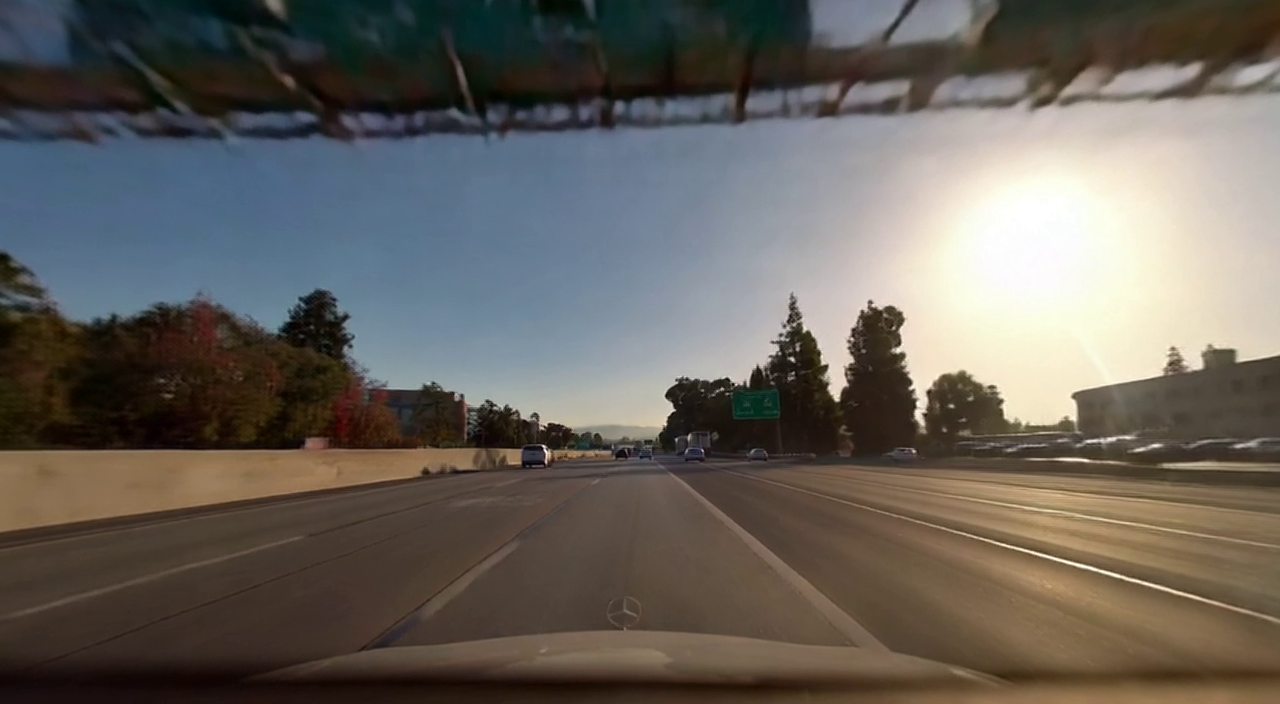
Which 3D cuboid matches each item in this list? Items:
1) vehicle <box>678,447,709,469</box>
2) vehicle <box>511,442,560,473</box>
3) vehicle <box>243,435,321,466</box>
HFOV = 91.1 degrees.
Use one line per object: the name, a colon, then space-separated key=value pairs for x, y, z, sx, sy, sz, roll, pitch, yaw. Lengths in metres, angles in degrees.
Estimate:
vehicle: x=3.812 y=7.606 z=45.239 sx=1.950 sy=1.453 sz=3.378 roll=0 pitch=-9 yaw=0
vehicle: x=-6.228 y=6.320 z=37.961 sx=2.091 sy=1.746 sz=4.437 roll=0 pitch=-9 yaw=1
vehicle: x=-21.164 y=5.849 z=37.357 sx=1.985 sy=1.683 sz=4.297 roll=0 pitch=-9 yaw=1
